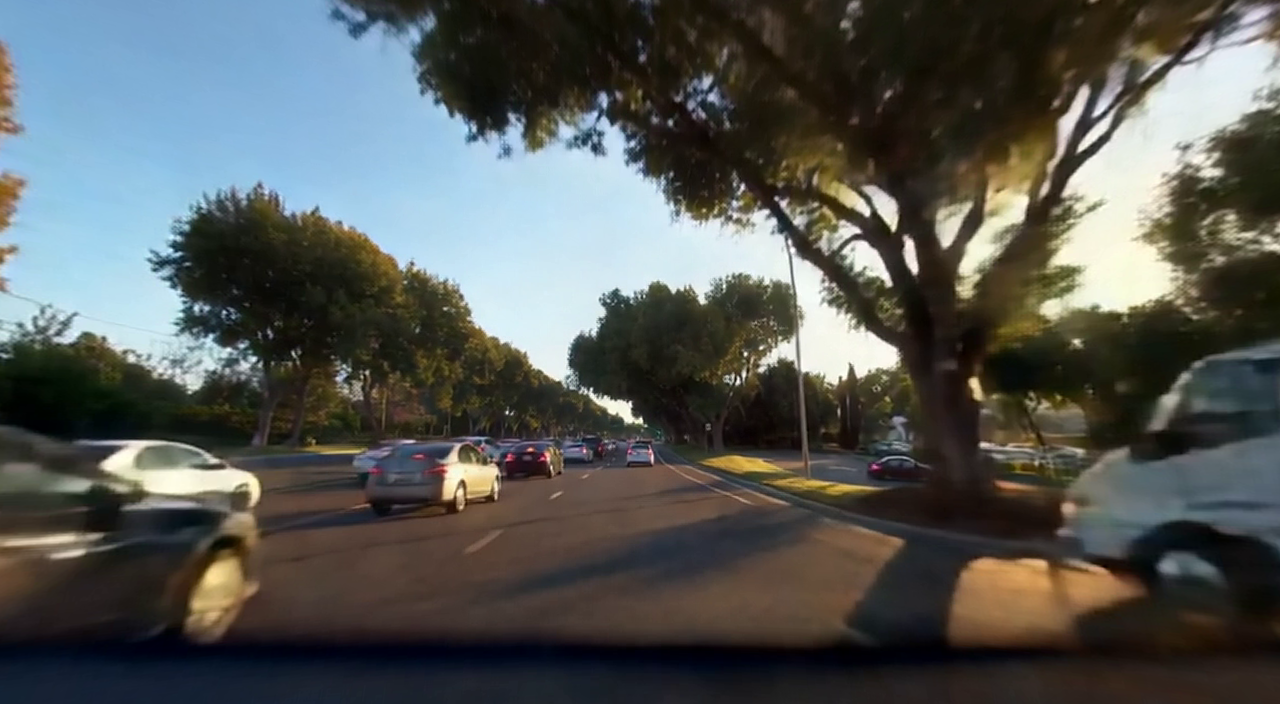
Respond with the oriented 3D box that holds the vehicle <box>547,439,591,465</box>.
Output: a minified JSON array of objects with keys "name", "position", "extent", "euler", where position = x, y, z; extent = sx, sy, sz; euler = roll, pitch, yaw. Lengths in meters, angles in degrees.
[{"name":"vehicle","position":[-4.173,5.979,37.825],"extent":[1.975,1.447,4.356],"euler":[-1,-8,2]}]

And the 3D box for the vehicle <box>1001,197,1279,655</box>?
[{"name":"vehicle","position":[7.382,0.317,3.406],"extent":[3.138,3.120,8.670],"euler":[7,-11,-42]}]

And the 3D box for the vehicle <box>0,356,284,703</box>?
[{"name":"vehicle","position":[-3.536,0.812,2.145],"extent":[2.007,1.664,4.431],"euler":[0,-8,1]}]

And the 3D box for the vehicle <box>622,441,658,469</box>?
[{"name":"vehicle","position":[0.004,5.632,34.629],"extent":[1.875,1.453,3.888],"euler":[0,-8,0]}]

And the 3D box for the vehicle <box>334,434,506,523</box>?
[{"name":"vehicle","position":[-4.226,2.488,13.012],"extent":[1.904,1.496,4.481],"euler":[0,-8,0]}]

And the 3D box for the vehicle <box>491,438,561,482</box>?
[{"name":"vehicle","position":[-4.237,4.065,24.106],"extent":[1.871,1.502,4.240],"euler":[0,-8,1]}]
